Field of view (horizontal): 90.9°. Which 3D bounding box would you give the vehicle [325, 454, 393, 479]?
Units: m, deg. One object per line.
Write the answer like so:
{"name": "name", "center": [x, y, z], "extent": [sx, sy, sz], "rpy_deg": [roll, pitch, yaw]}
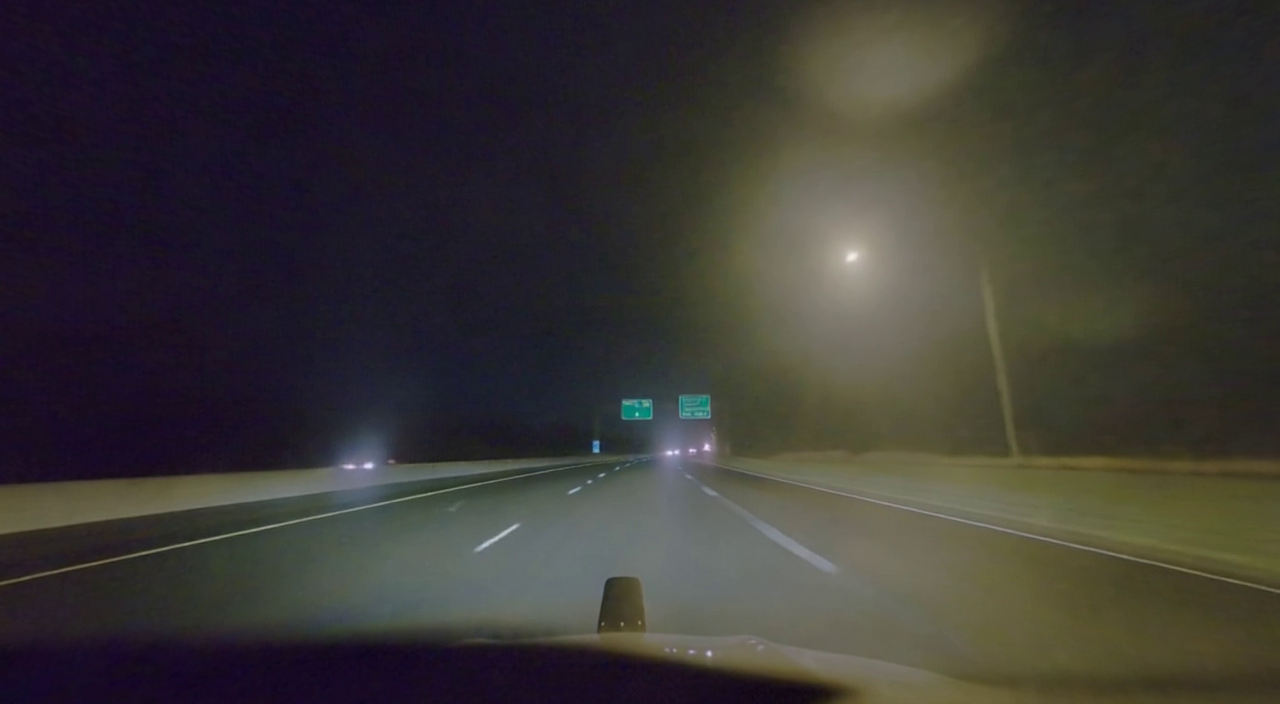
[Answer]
{"name": "vehicle", "center": [-17.469, 7.114, 39.398], "extent": [2.086, 1.437, 4.431], "rpy_deg": [0, -9, 2]}
